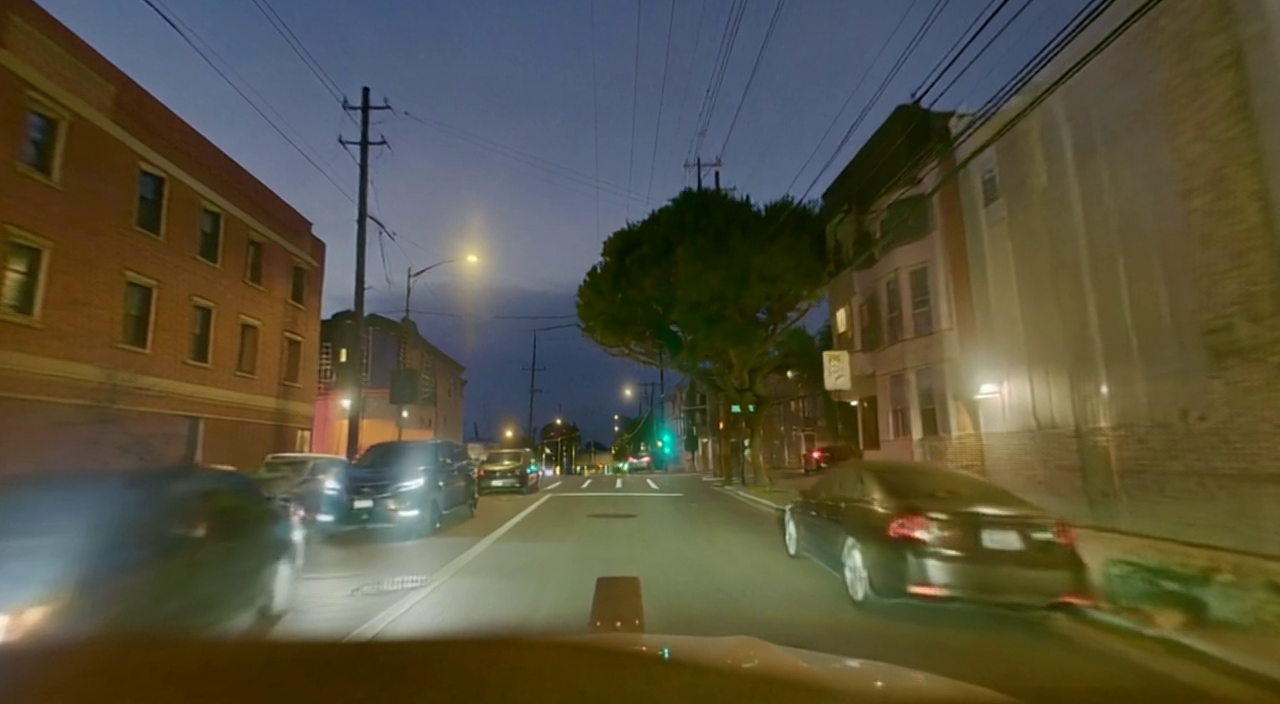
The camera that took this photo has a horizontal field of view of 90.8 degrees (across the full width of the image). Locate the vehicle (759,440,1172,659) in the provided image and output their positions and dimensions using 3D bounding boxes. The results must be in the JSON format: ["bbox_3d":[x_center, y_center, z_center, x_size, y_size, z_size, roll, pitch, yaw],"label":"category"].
[{"bbox_3d":[2.728,1.721,6.728,1.913,1.509,4.436,0,-8,-2],"label":"vehicle"}]

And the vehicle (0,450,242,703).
[{"bbox_3d":[-4.640,1.557,5.022,1.994,1.510,4.802,4,-9,-27],"label":"vehicle"}]

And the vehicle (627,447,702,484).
[{"bbox_3d":[1.317,5.788,32.629,2.059,1.736,3.994,-6,-10,33],"label":"vehicle"}]

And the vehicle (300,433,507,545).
[{"bbox_3d":[-4.448,2.643,12.956,2.236,1.834,4.743,-1,-8,2],"label":"vehicle"}]
